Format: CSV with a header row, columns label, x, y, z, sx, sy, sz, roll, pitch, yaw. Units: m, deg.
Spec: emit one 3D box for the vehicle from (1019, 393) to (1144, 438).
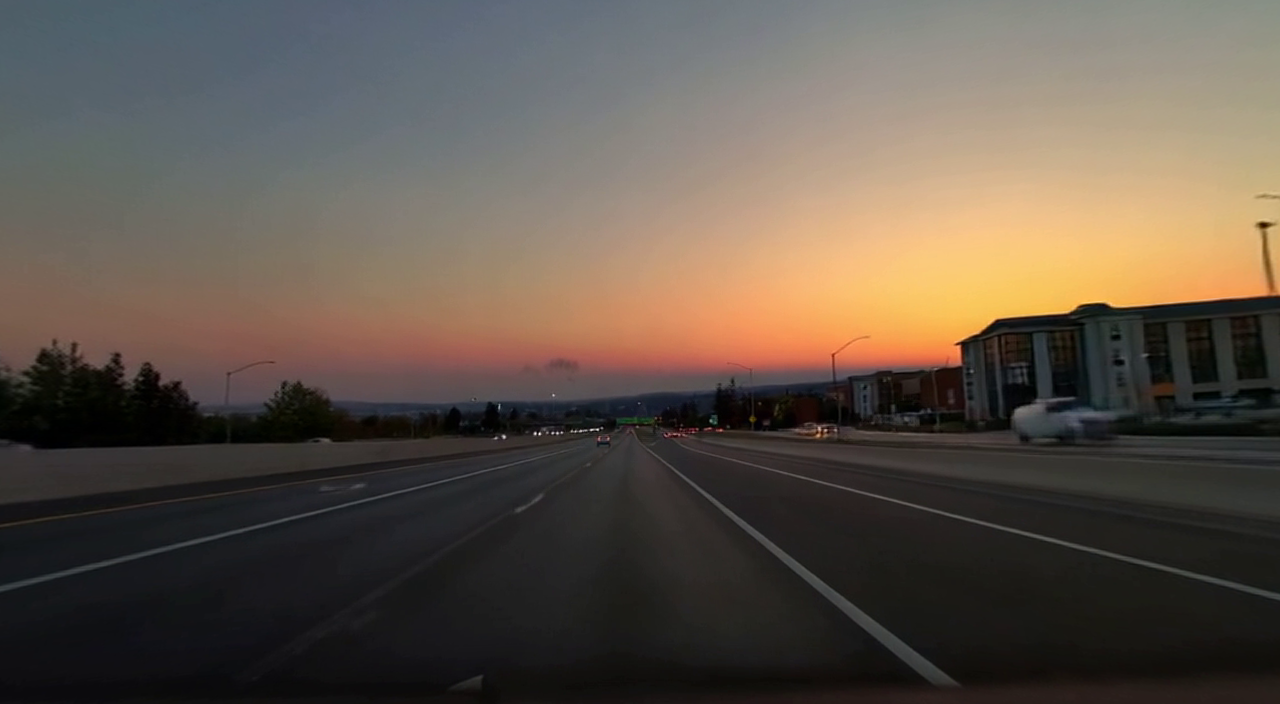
label,x,y,z,sx,sy,sz,roll,pitch,yaw
vehicle,19.392,2.906,27.926,1.988,1.834,4.810,0,-8,-1
